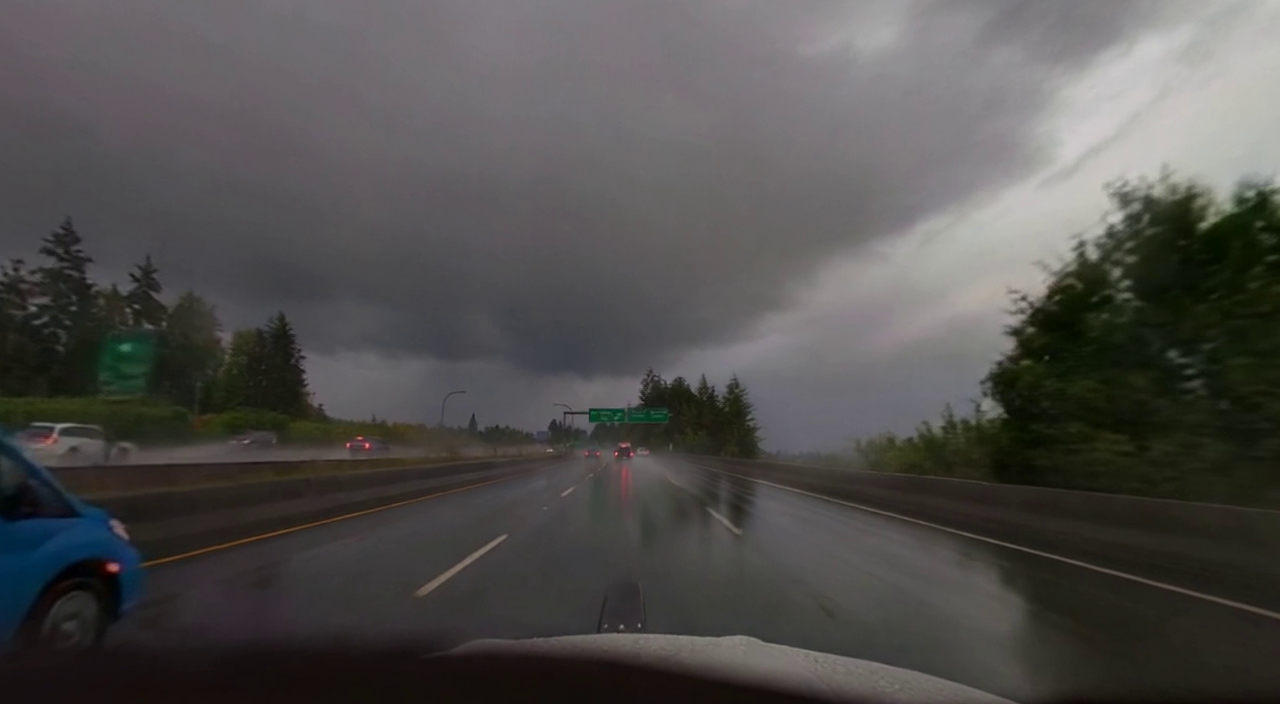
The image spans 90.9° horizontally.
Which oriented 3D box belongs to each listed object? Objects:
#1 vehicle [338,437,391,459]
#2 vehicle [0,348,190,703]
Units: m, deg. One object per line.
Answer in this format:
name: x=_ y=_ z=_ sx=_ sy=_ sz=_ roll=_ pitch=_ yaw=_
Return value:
vehicle: x=-19.891 y=6.972 z=45.650 sx=1.901 sy=1.465 sz=4.173 roll=0 pitch=-9 yaw=0
vehicle: x=-4.194 y=0.740 z=2.214 sx=1.971 sy=1.795 sz=4.389 roll=0 pitch=-9 yaw=-1
